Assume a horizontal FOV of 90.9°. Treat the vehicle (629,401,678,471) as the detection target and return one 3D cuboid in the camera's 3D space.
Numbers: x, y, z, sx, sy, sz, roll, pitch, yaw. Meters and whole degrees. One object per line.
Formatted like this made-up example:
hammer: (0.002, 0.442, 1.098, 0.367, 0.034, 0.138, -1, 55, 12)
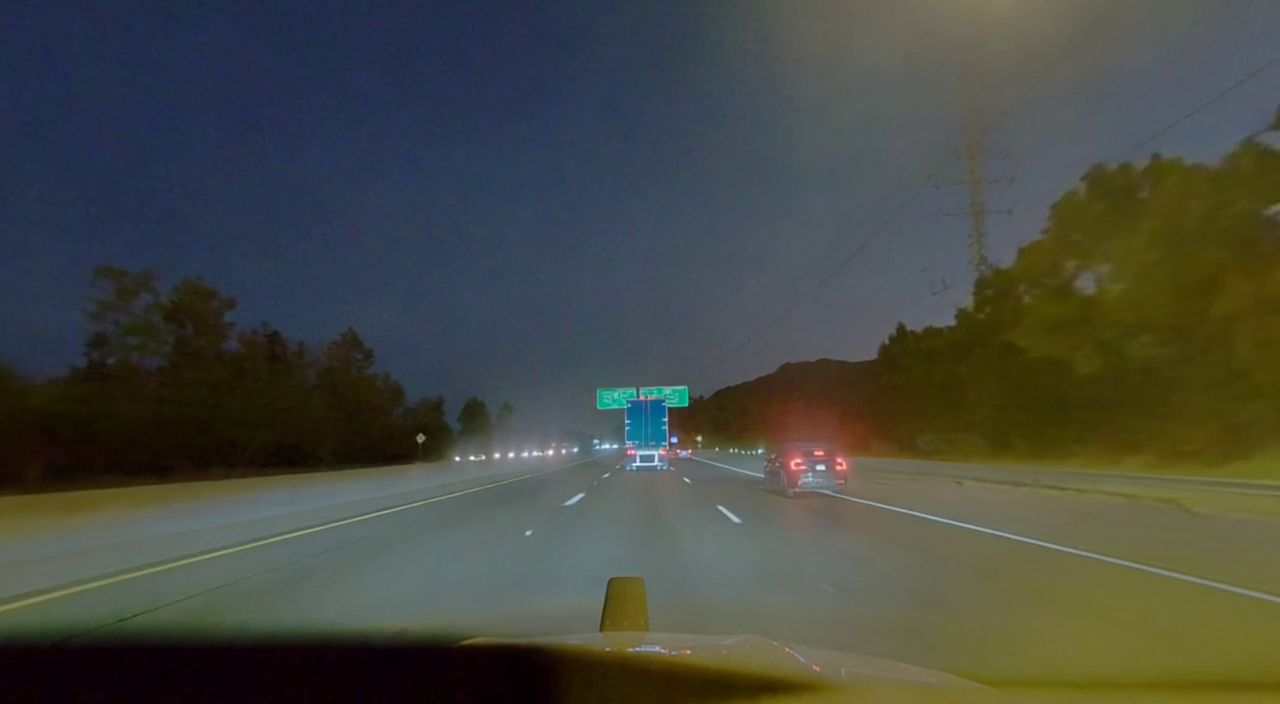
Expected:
vehicle: (0.734, 5.829, 43.280, 2.919, 4.101, 11.541, 0, -8, -1)
